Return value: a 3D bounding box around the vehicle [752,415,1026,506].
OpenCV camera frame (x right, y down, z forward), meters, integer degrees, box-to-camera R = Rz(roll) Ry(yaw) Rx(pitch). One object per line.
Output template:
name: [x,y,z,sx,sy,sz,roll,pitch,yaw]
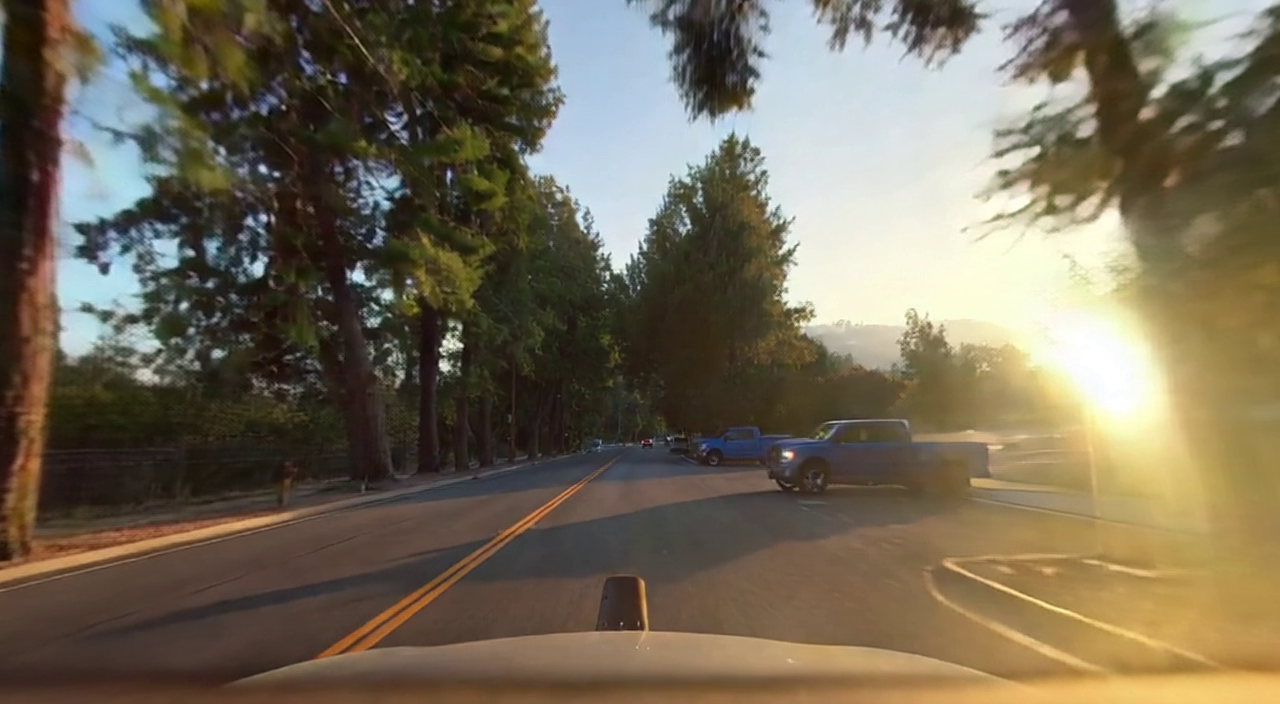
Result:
vehicle: [5.969,2.688,15.901,5.797,2.070,2.502,0,-8,-1]
